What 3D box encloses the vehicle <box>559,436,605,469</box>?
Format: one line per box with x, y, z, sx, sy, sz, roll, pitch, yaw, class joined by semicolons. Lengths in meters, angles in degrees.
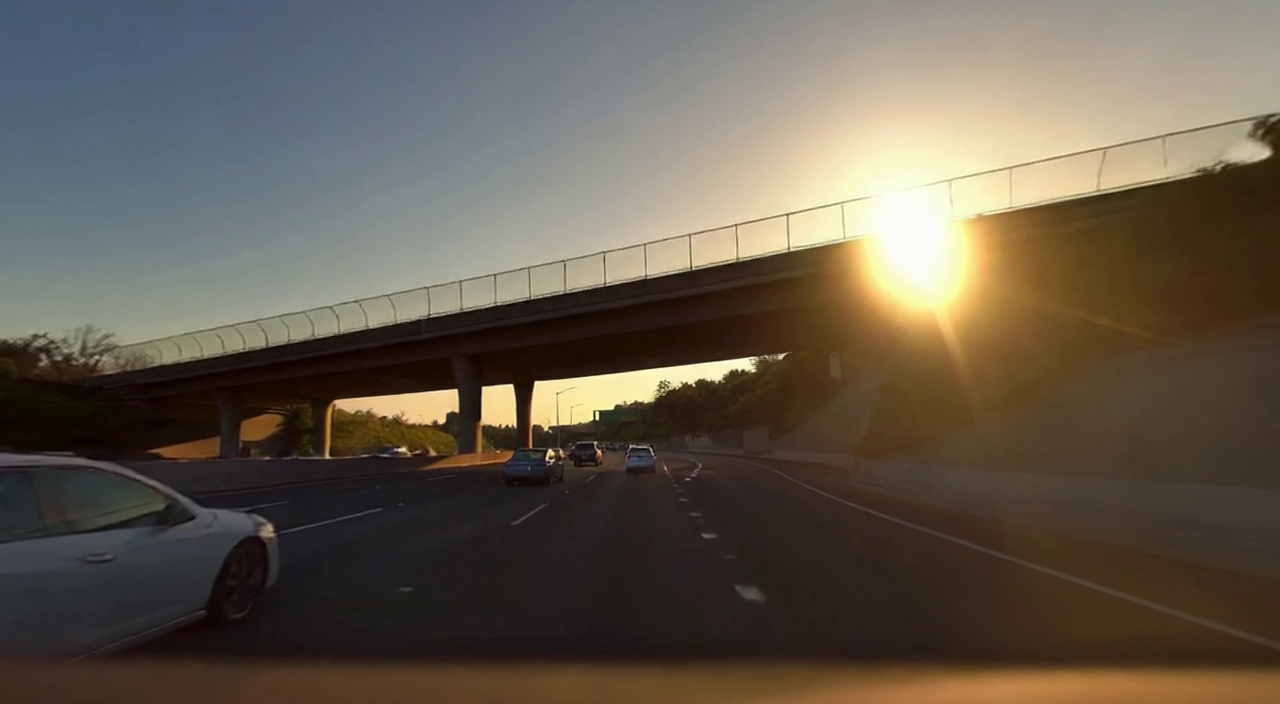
-3.449;6.067;38.112;2.237;1.841;4.683;0;-8;1;vehicle

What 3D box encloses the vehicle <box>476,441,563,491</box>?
-3.952;3.795;21.382;1.997;1.490;4.471;0;-8;1;vehicle

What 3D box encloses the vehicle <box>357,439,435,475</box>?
-11.745;5.068;30.579;1.954;1.640;4.339;0;-8;1;vehicle

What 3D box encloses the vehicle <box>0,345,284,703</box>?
-3.804;0.833;2.491;2.161;1.759;4.482;0;-8;-1;vehicle

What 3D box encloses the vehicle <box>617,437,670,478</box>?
0.149;4.673;28.191;2.160;1.678;4.178;0;-8;0;vehicle
